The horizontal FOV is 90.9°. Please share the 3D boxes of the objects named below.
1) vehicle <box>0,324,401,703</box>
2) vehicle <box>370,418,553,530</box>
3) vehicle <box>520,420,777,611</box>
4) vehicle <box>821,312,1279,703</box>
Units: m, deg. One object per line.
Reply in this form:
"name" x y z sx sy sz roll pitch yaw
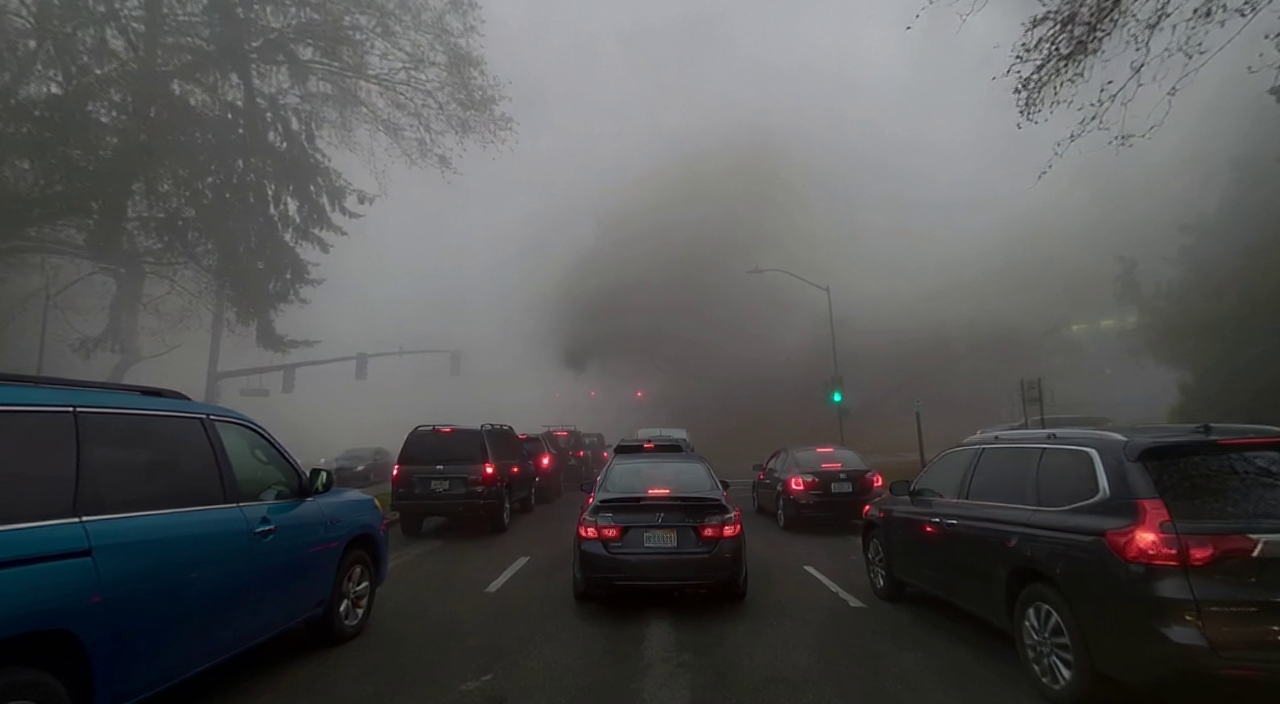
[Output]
"vehicle" -3.125 0.953 3.302 1.982 1.721 4.261 0 -8 1
"vehicle" -3.183 2.299 12.449 2.117 1.772 4.619 0 -8 2
"vehicle" 0.029 1.586 7.023 2.021 1.490 3.948 0 -8 -1
"vehicle" 3.216 1.098 4.724 2.141 1.833 4.704 0 -8 -2
